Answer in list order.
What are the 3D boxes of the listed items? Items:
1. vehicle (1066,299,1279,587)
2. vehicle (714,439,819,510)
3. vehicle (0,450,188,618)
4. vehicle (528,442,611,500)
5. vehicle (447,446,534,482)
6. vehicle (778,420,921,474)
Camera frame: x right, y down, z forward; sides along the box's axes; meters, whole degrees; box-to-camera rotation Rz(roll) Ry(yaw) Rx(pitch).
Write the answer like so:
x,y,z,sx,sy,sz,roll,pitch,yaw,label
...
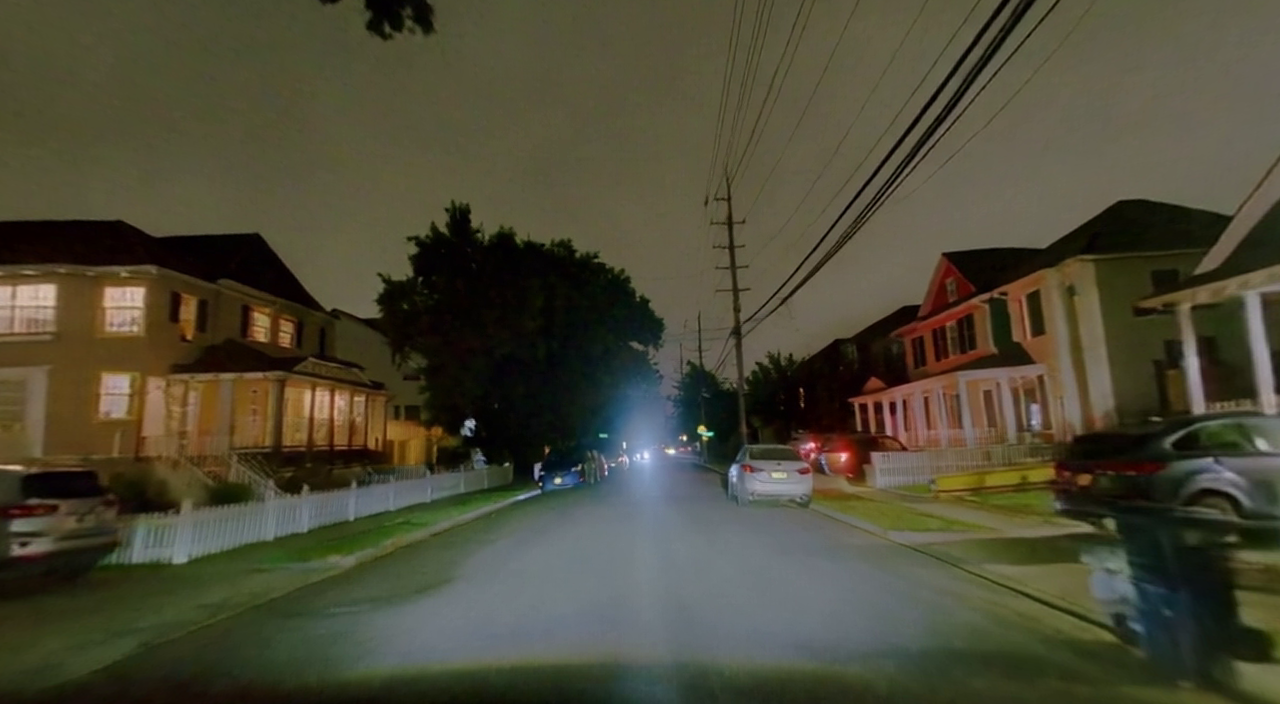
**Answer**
x,y,z,sx,sy,sz,roll,pitch,yaw,label
7.541,0.765,5.519,5.974,2.066,2.152,0,-7,2,vehicle
3.297,3.239,17.411,2.043,1.631,4.613,-1,-7,2,vehicle
-8.919,2.216,8.247,4.432,1.739,2.097,0,-6,2,vehicle
-2.588,4.509,24.497,2.204,1.655,4.813,-9,-8,2,vehicle
-8.080,6.045,34.420,4.088,1.779,2.109,-1,-6,5,vehicle
8.793,4.033,26.958,5.274,2.170,2.205,0,-8,0,vehicle
